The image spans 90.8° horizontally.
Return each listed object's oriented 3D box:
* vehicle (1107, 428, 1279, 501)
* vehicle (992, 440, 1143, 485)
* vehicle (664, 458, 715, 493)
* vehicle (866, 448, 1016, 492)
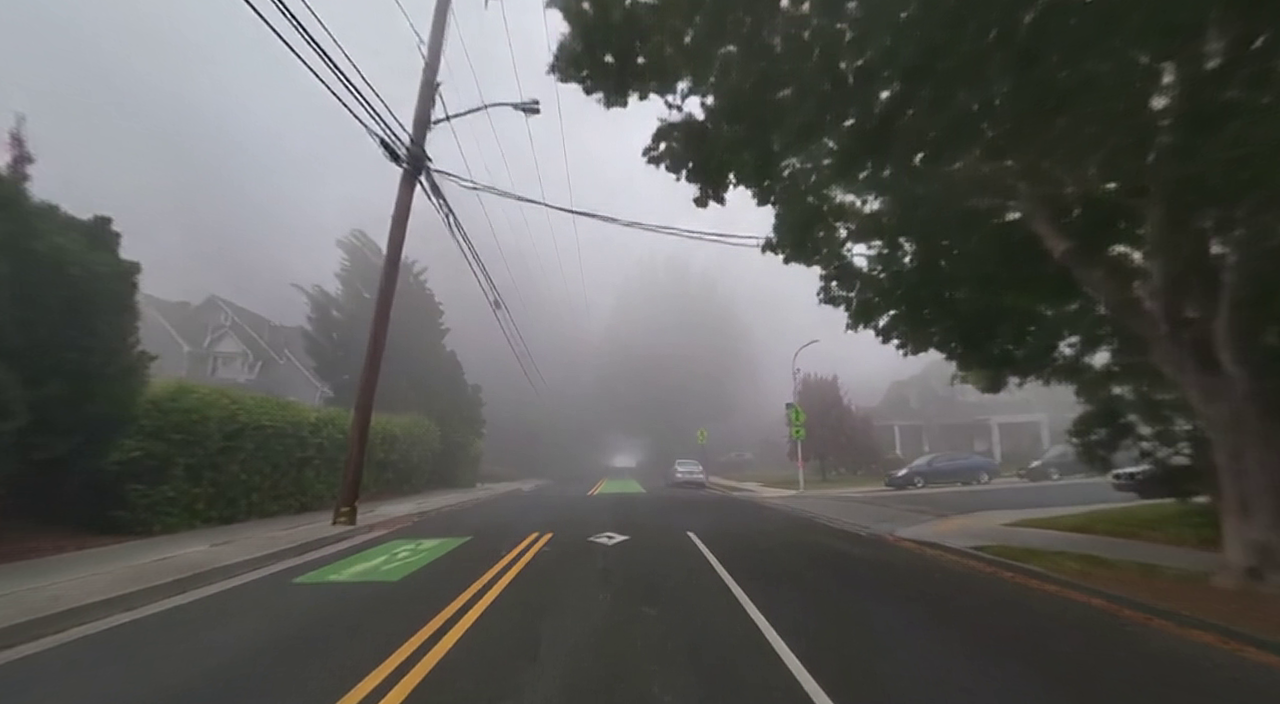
[{"bbox_3d":[14.119,2.682,15.288,4.277,1.588,1.830,0,-9,-6],"label":"vehicle"},{"bbox_3d":[16.922,4.374,25.159,4.578,1.675,2.010,0,-9,-5],"label":"vehicle"},{"bbox_3d":[2.470,6.369,32.919,1.989,1.545,5.423,0,-8,-2],"label":"vehicle"},{"bbox_3d":[11.636,4.628,24.671,4.809,1.494,1.940,-1,-13,-3],"label":"vehicle"}]
